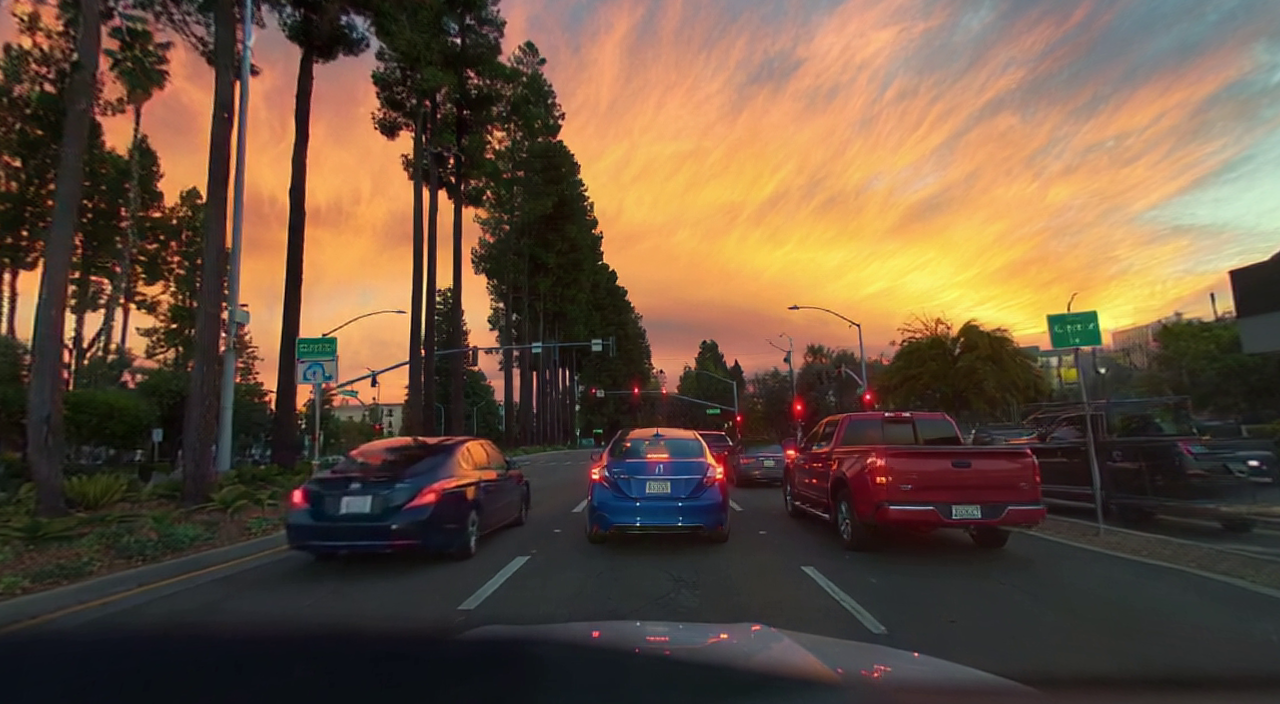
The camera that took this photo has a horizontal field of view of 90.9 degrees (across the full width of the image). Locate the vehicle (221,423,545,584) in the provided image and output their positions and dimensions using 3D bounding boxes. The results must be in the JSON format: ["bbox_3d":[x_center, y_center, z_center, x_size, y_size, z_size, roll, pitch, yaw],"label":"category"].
[{"bbox_3d":[-2.821,1.813,8.575,2.133,1.496,5.150,0,-8,2],"label":"vehicle"}]

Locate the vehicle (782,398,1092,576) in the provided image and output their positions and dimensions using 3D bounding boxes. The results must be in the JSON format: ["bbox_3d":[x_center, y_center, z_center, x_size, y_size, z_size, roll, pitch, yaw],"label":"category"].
[{"bbox_3d":[3.386,1.633,8.372,2.099,1.725,4.290,0,-8,2],"label":"vehicle"}]

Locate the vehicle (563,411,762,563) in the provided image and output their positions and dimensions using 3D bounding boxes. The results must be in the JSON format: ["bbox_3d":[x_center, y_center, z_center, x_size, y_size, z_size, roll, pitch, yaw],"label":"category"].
[{"bbox_3d":[0.248,1.773,8.971,2.168,1.641,4.039,0,-8,0],"label":"vehicle"}]
